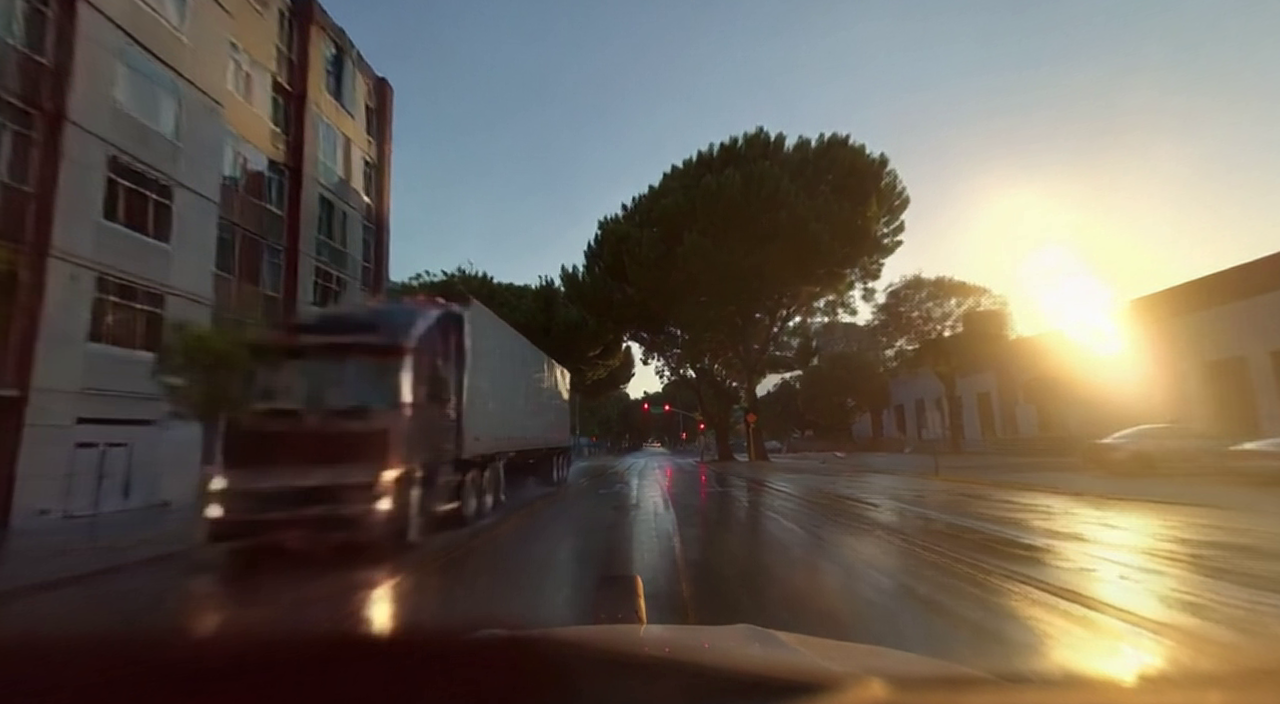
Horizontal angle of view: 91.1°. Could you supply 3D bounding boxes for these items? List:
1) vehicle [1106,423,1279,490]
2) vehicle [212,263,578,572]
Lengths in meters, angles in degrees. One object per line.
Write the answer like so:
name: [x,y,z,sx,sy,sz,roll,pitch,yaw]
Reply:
vehicle: [17.102,3.126,18.622,4.763,1.808,2.135,1,-11,1]
vehicle: [-4.141,2.022,16.505,3.160,4.343,15.392,-1,-9,1]
